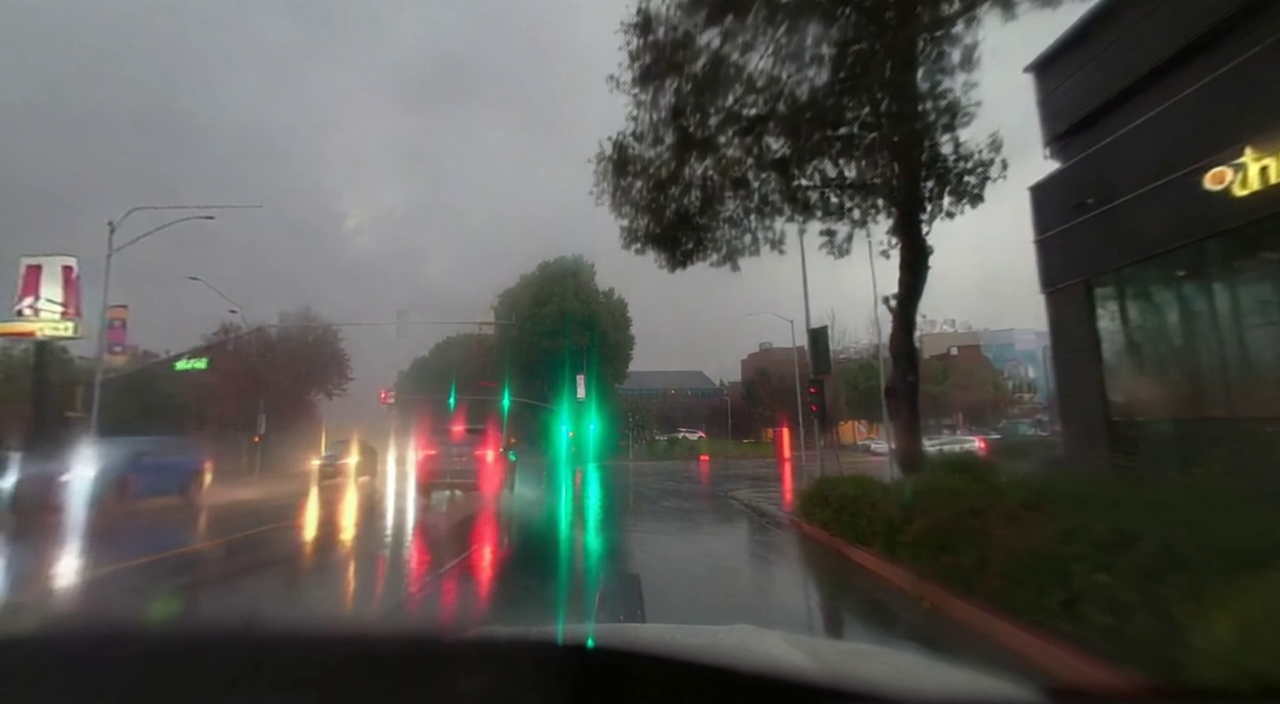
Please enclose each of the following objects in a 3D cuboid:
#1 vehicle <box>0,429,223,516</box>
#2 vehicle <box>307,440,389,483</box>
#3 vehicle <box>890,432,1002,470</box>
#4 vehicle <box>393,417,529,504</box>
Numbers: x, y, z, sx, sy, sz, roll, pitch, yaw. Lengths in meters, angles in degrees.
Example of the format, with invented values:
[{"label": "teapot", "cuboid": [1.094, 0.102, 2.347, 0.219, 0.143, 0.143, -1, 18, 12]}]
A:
[{"label": "vehicle", "cuboid": [-15.806, 3.573, 19.430, 2.555, 2.199, 5.958, 1, -9, -9]}, {"label": "vehicle", "cuboid": [-13.228, 4.948, 28.967, 2.433, 1.784, 4.681, 2, -9, -13]}, {"label": "vehicle", "cuboid": [15.390, 5.020, 32.093, 4.857, 1.803, 2.147, -3, -9, 21]}, {"label": "vehicle", "cuboid": [-4.184, 2.644, 15.773, 2.134, 1.799, 5.082, 0, -9, -3]}]
